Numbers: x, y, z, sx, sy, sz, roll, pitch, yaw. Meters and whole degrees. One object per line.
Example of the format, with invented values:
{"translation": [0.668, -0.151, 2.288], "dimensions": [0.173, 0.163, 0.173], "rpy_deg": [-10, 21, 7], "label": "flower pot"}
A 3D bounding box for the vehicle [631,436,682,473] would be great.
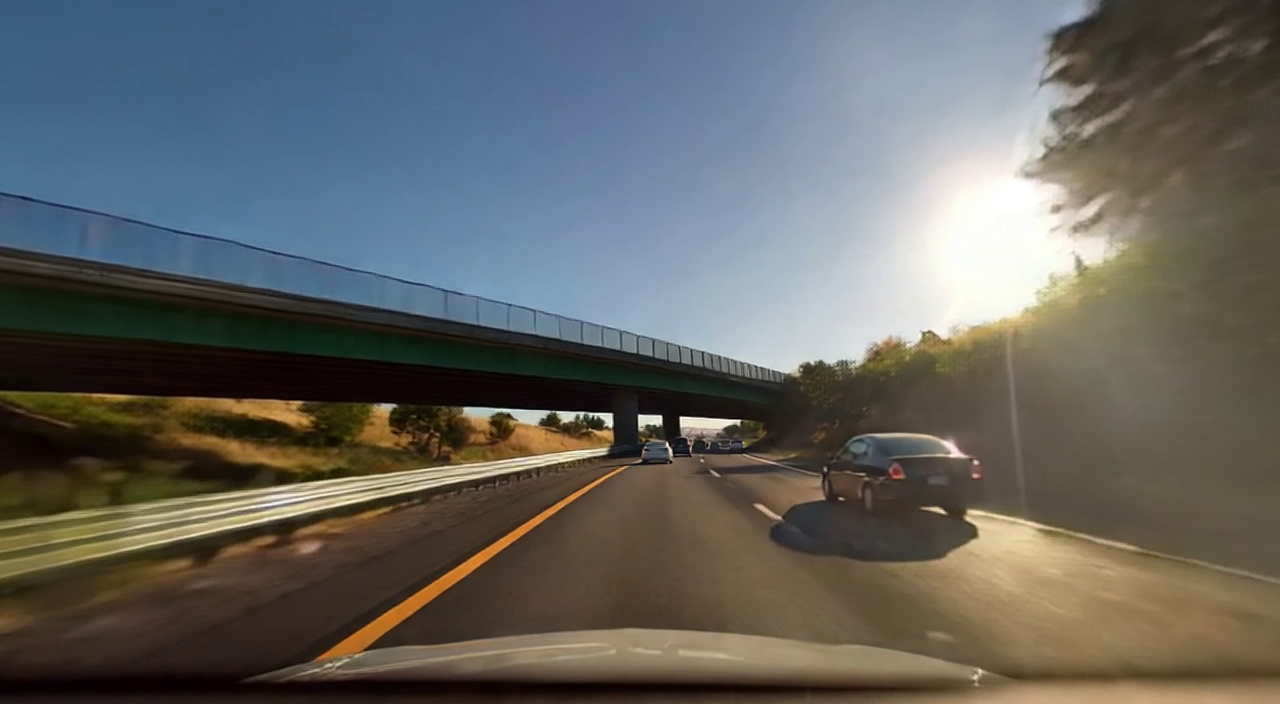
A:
{"translation": [0.756, 4.370, 27.029], "dimensions": [1.993, 1.461, 3.812], "rpy_deg": [-1, -8, 3], "label": "vehicle"}

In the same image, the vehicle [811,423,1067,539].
{"translation": [4.487, 2.015, 10.479], "dimensions": [2.163, 1.489, 4.470], "rpy_deg": [0, -8, 2], "label": "vehicle"}
